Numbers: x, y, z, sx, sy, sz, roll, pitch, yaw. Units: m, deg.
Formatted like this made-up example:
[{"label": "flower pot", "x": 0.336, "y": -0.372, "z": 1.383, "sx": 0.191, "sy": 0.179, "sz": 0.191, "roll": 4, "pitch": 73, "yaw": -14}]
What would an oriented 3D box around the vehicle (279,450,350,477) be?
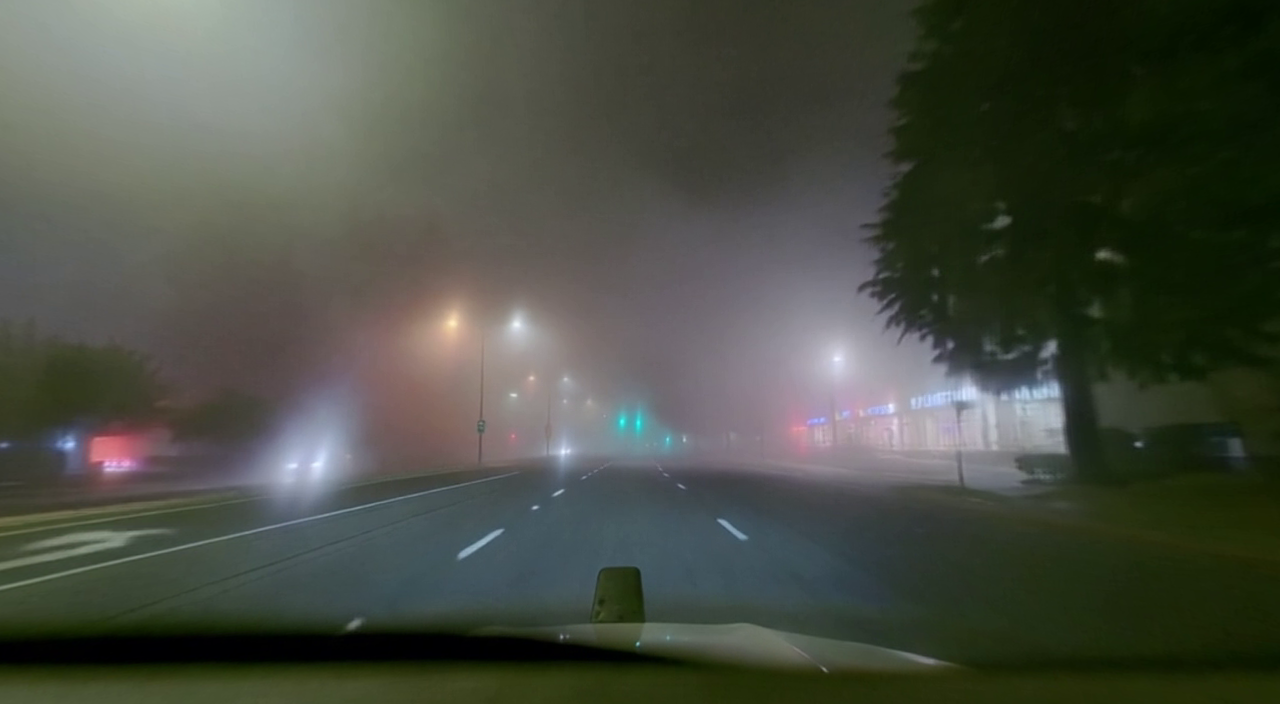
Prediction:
[{"label": "vehicle", "x": -19.949, "y": 6.830, "z": 38.845, "sx": 1.884, "sy": 1.479, "sz": 4.740, "roll": 0, "pitch": -8, "yaw": 0}]
